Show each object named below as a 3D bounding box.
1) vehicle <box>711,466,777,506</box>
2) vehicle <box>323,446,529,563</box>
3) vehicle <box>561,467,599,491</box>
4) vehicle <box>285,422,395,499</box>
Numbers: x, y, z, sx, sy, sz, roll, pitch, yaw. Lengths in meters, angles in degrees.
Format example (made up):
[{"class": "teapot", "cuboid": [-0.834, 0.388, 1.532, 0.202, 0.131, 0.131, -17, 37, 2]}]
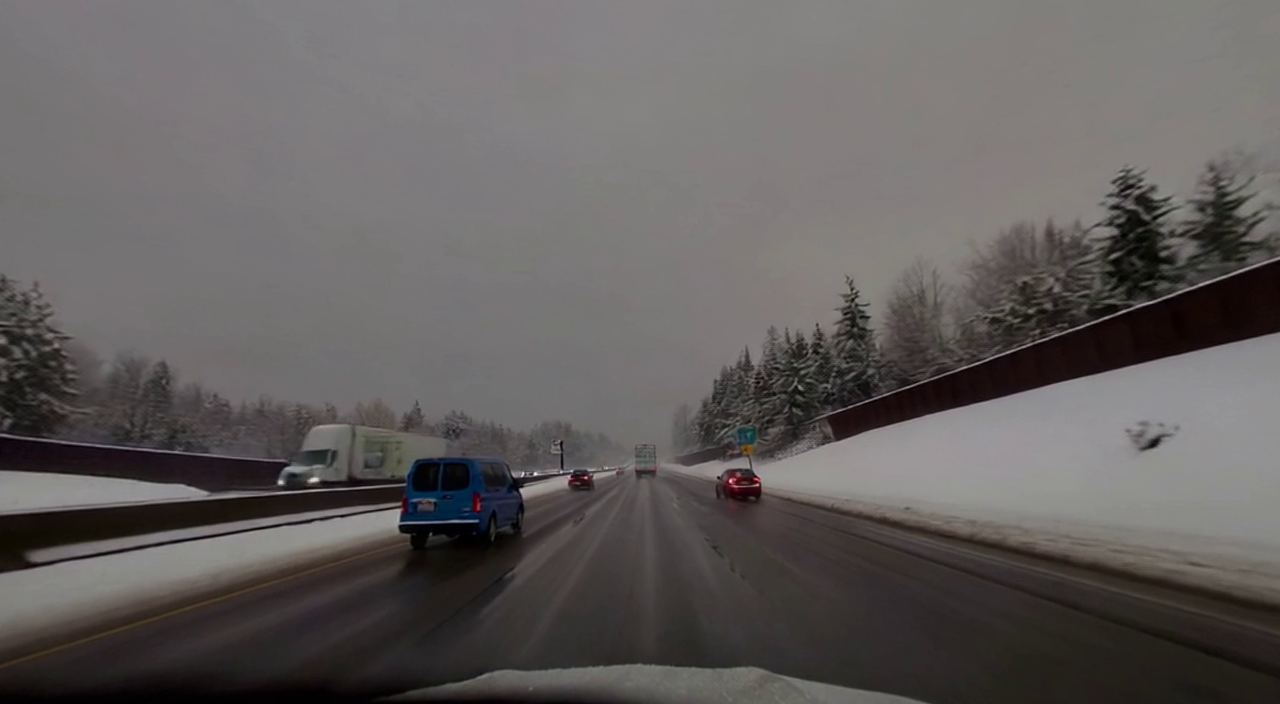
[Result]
[{"class": "vehicle", "cuboid": [4.146, 5.415, 25.717, 1.917, 1.458, 4.199, 1, -10, -1]}, {"class": "vehicle", "cuboid": [-3.415, 2.566, 11.187, 2.004, 1.610, 4.508, 0, -10, 1]}, {"class": "vehicle", "cuboid": [-3.891, 8.337, 41.580, 2.054, 1.443, 4.131, 0, -10, 0]}, {"class": "vehicle", "cuboid": [-16.744, 6.169, 35.736, 3.036, 3.971, 5.894, 0, -10, 0]}]
